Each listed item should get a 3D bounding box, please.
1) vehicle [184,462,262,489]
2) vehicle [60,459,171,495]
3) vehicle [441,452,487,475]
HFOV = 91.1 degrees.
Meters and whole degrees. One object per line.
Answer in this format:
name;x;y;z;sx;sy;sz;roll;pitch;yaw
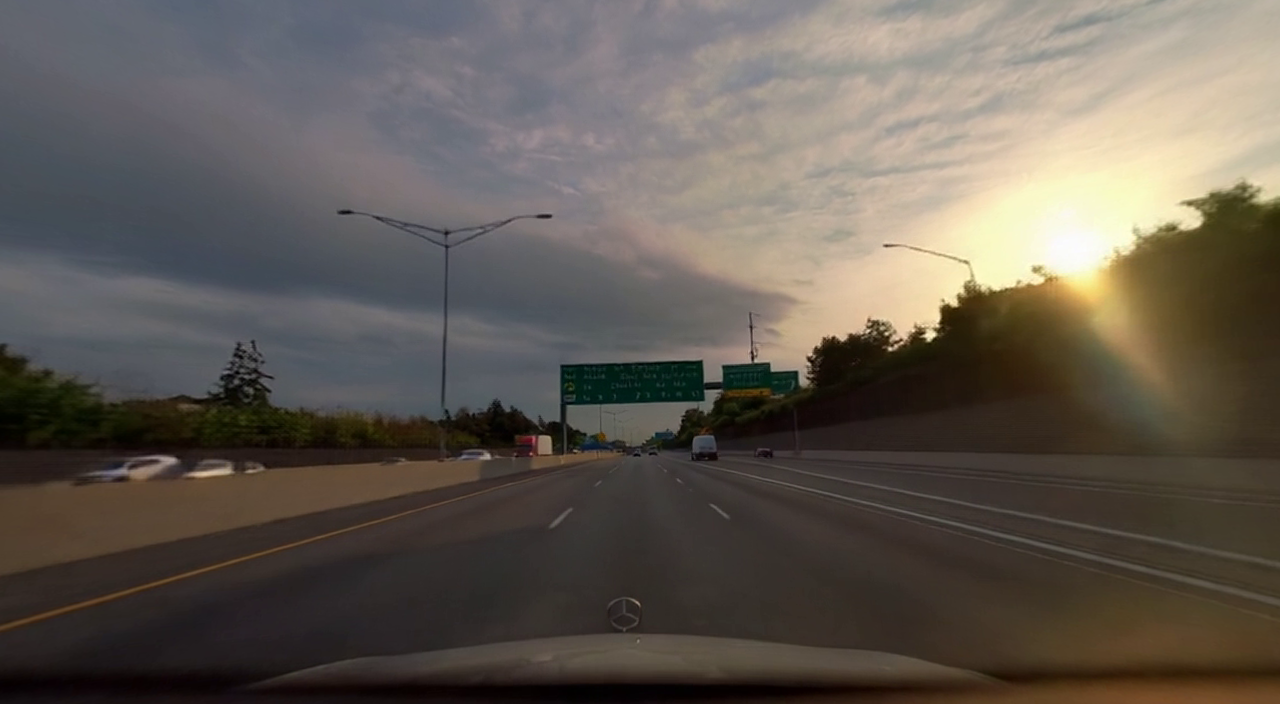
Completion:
vehicle;-25.069;7.415;37.977;1.813;1.454;4.257;-1;-9;0
vehicle;-28.833;6.855;34.810;2.021;1.715;4.781;0;-9;0
vehicle;-12.809;8.111;46.012;2.223;1.585;3.787;0;-9;0
